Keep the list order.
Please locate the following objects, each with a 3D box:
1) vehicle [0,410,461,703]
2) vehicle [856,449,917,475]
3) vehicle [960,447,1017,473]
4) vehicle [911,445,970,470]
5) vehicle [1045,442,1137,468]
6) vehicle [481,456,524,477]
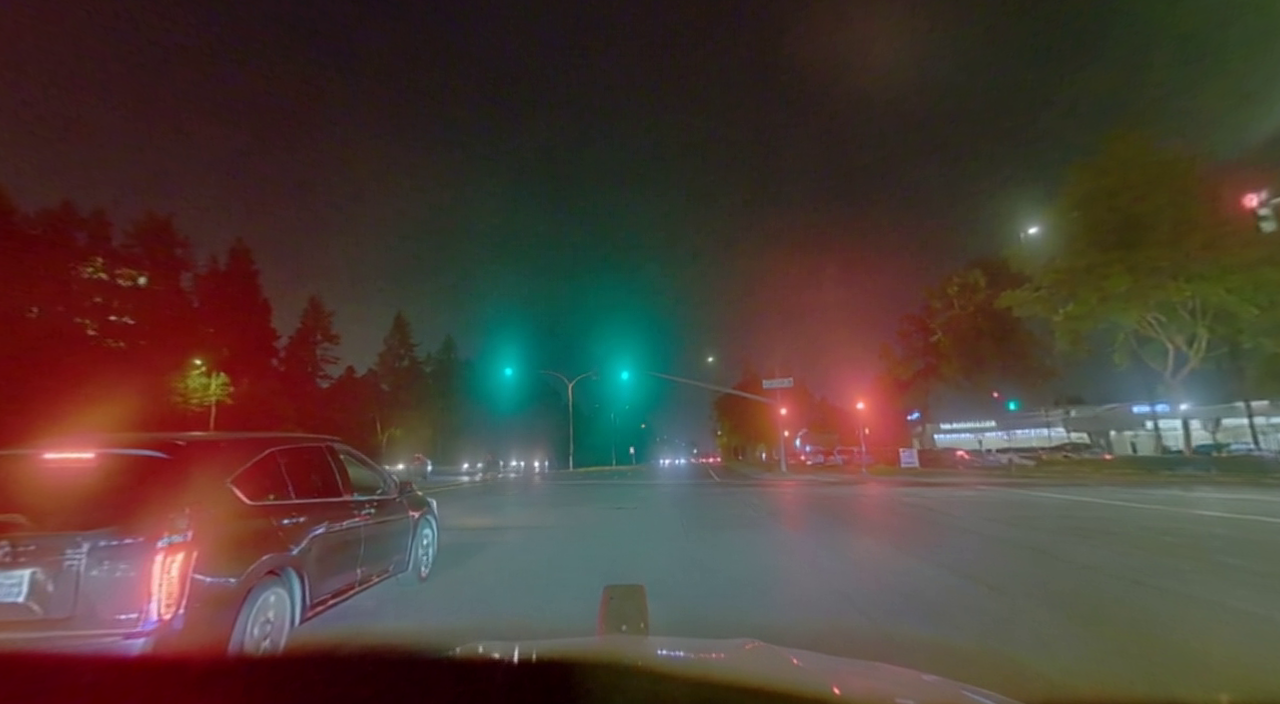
[{"bbox_3d":[-2.931,1.285,4.394,1.924,1.482,4.734,0,-8,1],"label":"vehicle"},{"bbox_3d":[16.243,7.194,41.417,2.060,1.445,4.712,-9,-10,42],"label":"vehicle"},{"bbox_3d":[20.700,6.350,37.359,1.930,1.410,4.313,-8,-11,41],"label":"vehicle"},{"bbox_3d":[18.627,6.482,38.968,1.945,1.434,4.293,-8,-12,42],"label":"vehicle"},{"bbox_3d":[28.949,6.598,40.466,4.678,1.558,1.883,1,-9,-8],"label":"vehicle"},{"bbox_3d":[-10.379,8.680,47.969,2.001,1.458,4.278,-1,-9,5],"label":"vehicle"}]
